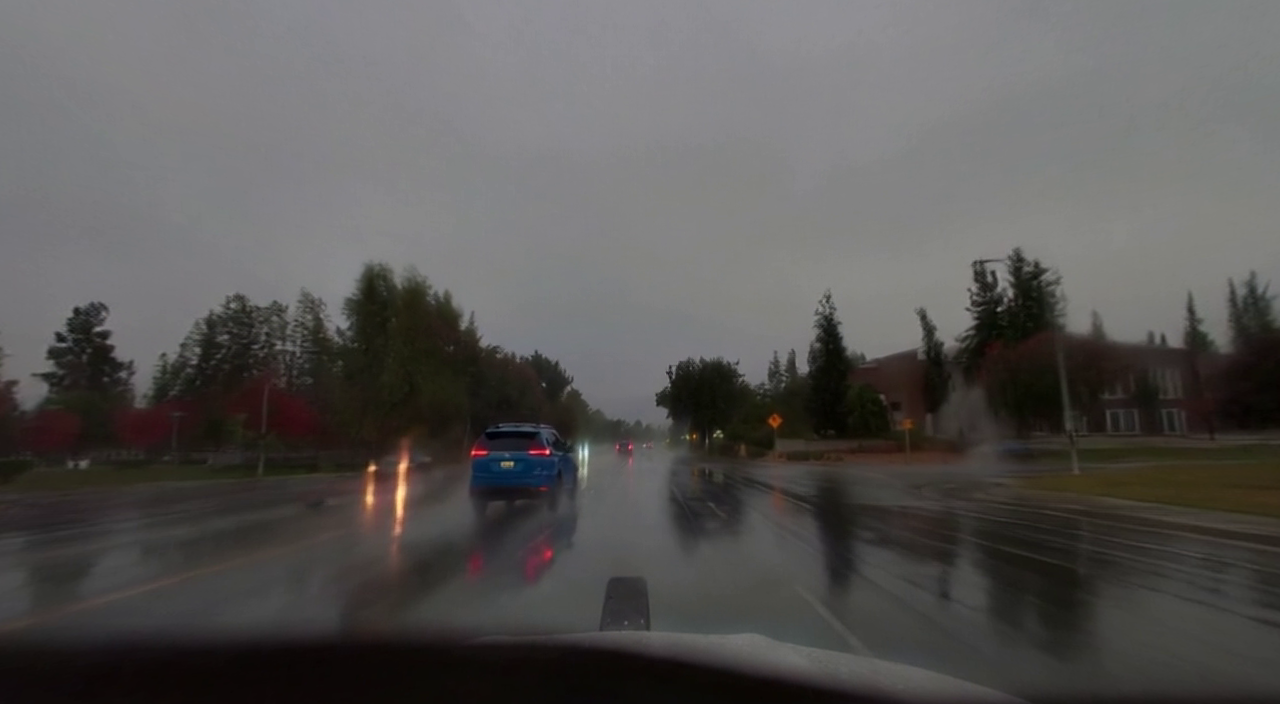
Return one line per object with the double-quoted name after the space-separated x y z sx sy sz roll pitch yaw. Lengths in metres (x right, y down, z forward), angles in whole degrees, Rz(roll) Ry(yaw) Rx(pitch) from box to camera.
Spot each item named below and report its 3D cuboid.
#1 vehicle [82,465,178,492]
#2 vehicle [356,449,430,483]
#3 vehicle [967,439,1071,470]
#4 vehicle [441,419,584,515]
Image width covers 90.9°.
-31.951 7.902 39.643 4.500 1.475 1.842 6 -10 -35 "vehicle"
-11.923 5.509 30.737 1.837 1.504 4.204 0 -9 1 "vehicle"
22.947 6.222 38.331 4.802 1.760 2.374 0 -9 1 "vehicle"
-2.704 2.605 14.733 2.179 1.851 4.756 0 -9 2 "vehicle"
